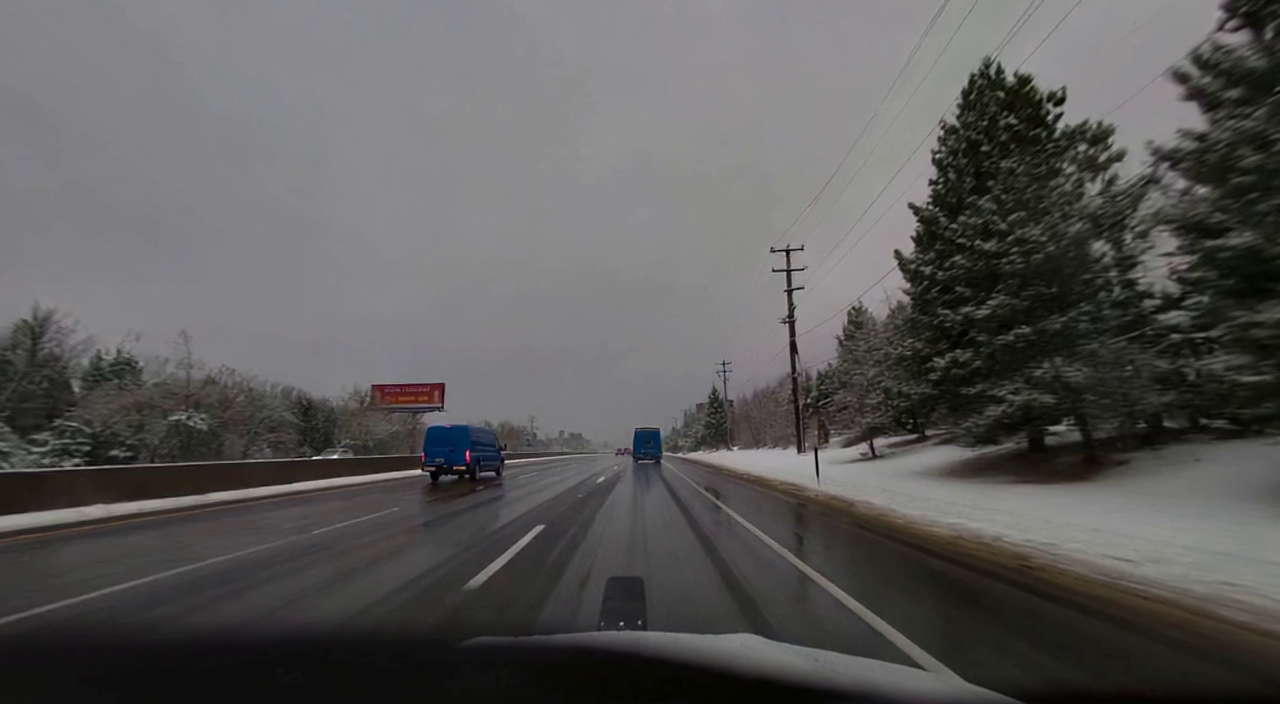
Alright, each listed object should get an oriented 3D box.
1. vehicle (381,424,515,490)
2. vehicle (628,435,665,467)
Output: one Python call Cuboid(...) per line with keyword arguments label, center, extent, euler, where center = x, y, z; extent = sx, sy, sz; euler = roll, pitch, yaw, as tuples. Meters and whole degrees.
Cuboid(label="vehicle", center=(-6.817, 3.864, 23.501), extent=(2.695, 2.084, 6.836), euler=(0, -8, 1))
Cuboid(label="vehicle", center=(0.513, 7.593, 48.373), extent=(2.692, 2.279, 5.695), euler=(0, -8, 1))
